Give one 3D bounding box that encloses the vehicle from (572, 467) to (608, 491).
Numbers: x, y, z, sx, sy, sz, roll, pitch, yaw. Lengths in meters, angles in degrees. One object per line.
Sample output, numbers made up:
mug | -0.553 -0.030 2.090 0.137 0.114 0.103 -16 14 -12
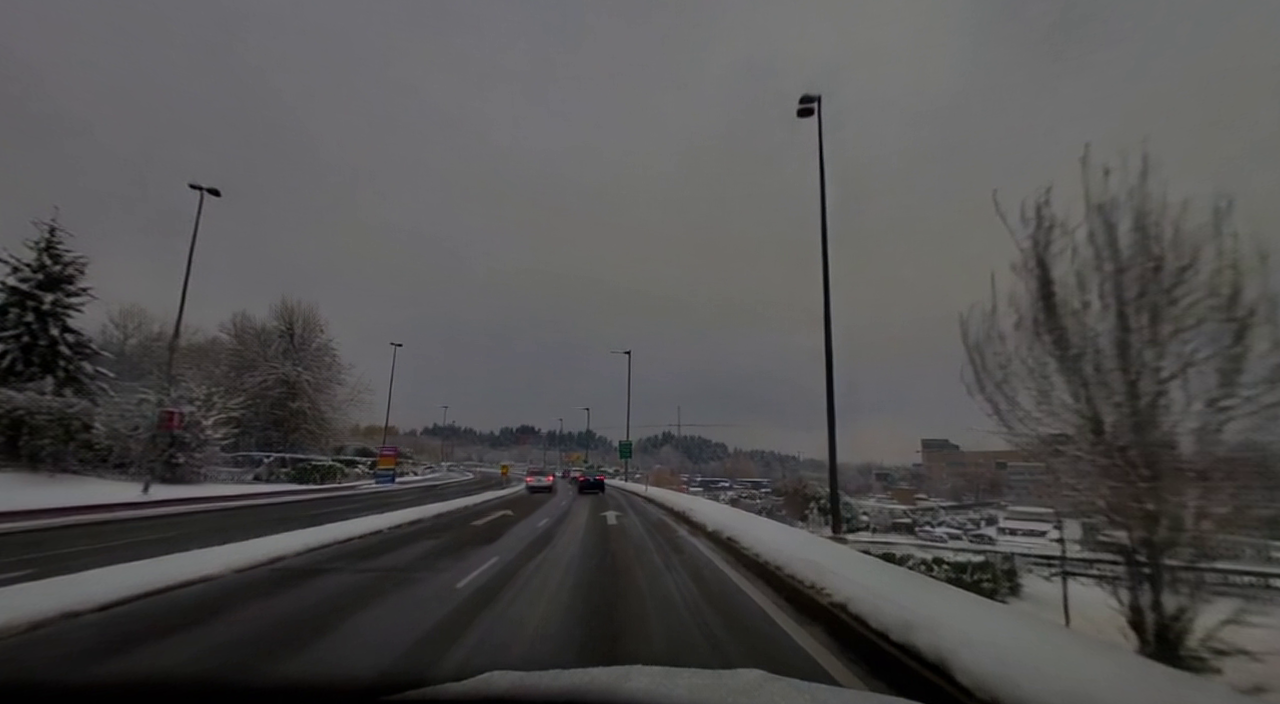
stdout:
vehicle | -3.477 8.602 42.858 2.129 1.471 4.258 2 -10 -8
